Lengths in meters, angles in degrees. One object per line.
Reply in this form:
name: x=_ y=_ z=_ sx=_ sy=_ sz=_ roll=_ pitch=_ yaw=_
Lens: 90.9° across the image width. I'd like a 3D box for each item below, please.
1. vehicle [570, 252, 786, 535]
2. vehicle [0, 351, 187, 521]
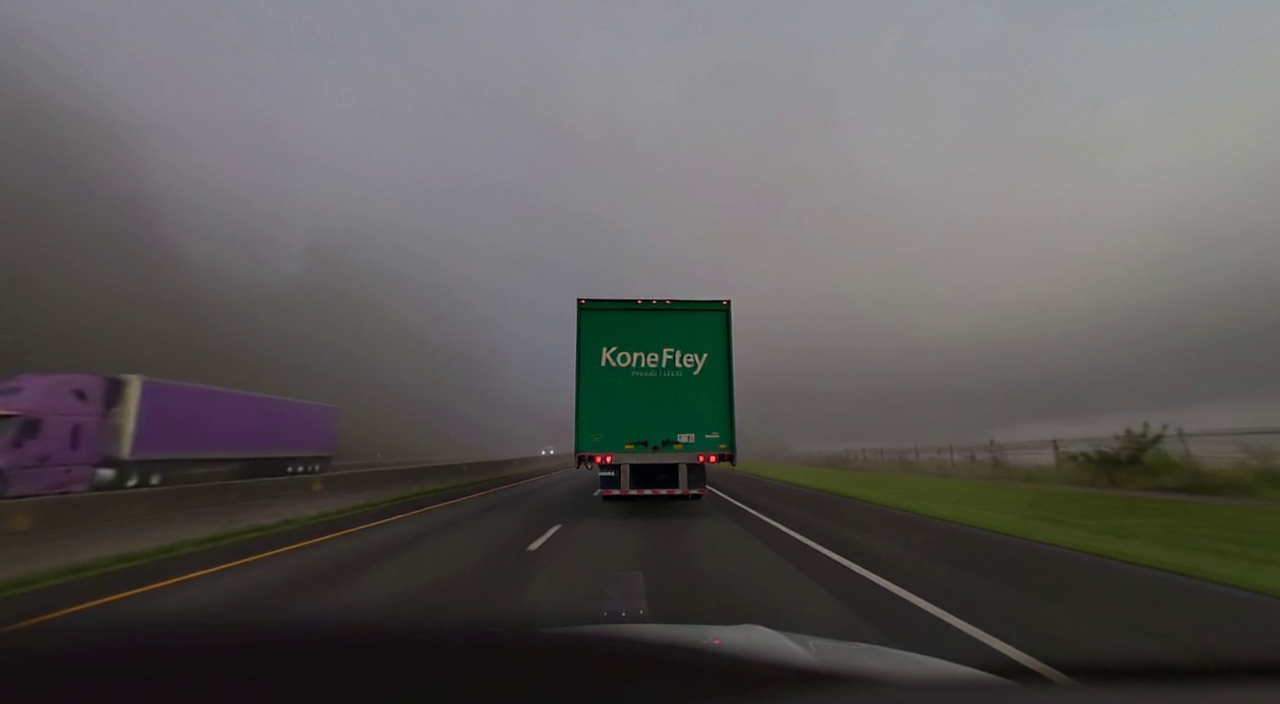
vehicle: x=0.486 y=1.693 z=16.868 sx=3.230 sy=4.377 sz=14.405 roll=0 pitch=-9 yaw=-1
vehicle: x=-16.526 y=2.405 z=17.680 sx=2.997 sy=3.998 sz=5.894 roll=0 pitch=-9 yaw=0
